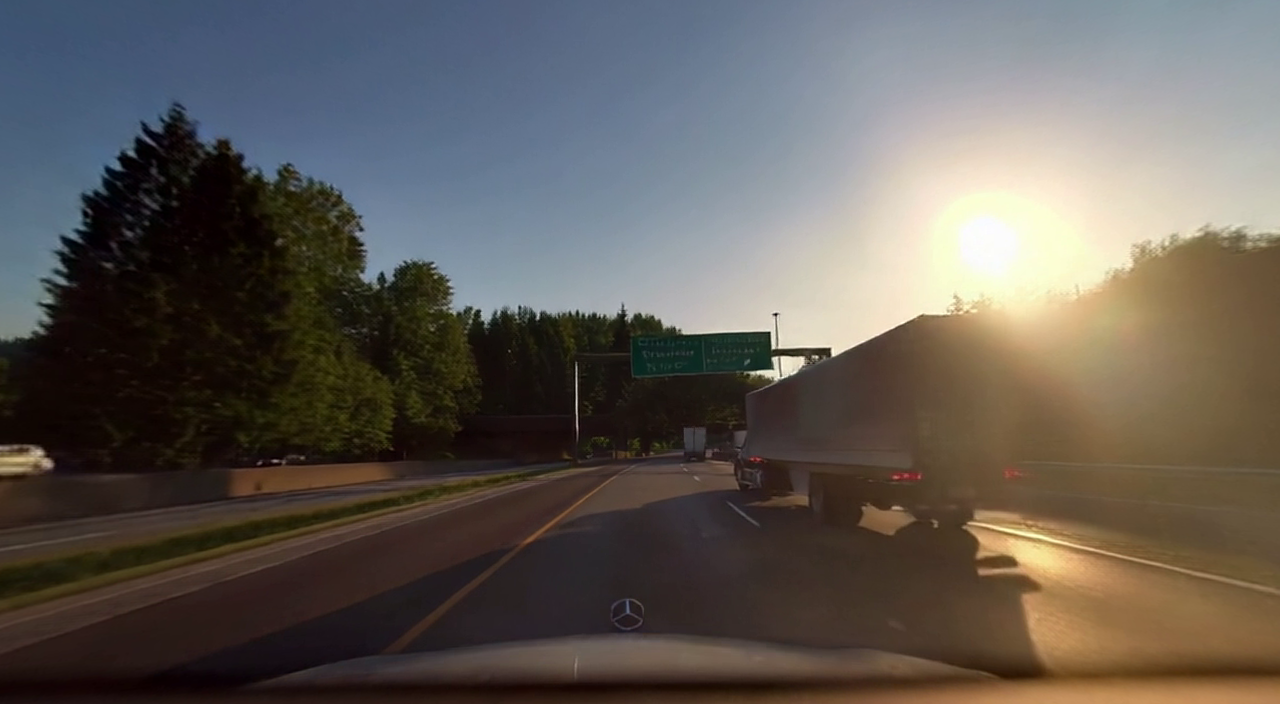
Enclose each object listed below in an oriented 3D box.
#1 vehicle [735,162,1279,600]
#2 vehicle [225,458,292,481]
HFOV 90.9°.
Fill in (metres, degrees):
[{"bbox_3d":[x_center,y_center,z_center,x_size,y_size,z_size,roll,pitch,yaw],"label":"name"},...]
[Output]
[{"bbox_3d":[4.406,1.245,12.644,2.859,3.984,14.045,0,-9,0],"label":"vehicle"},{"bbox_3d":[-26.476,8.137,43.877,1.793,1.433,4.368,0,-9,2],"label":"vehicle"}]
